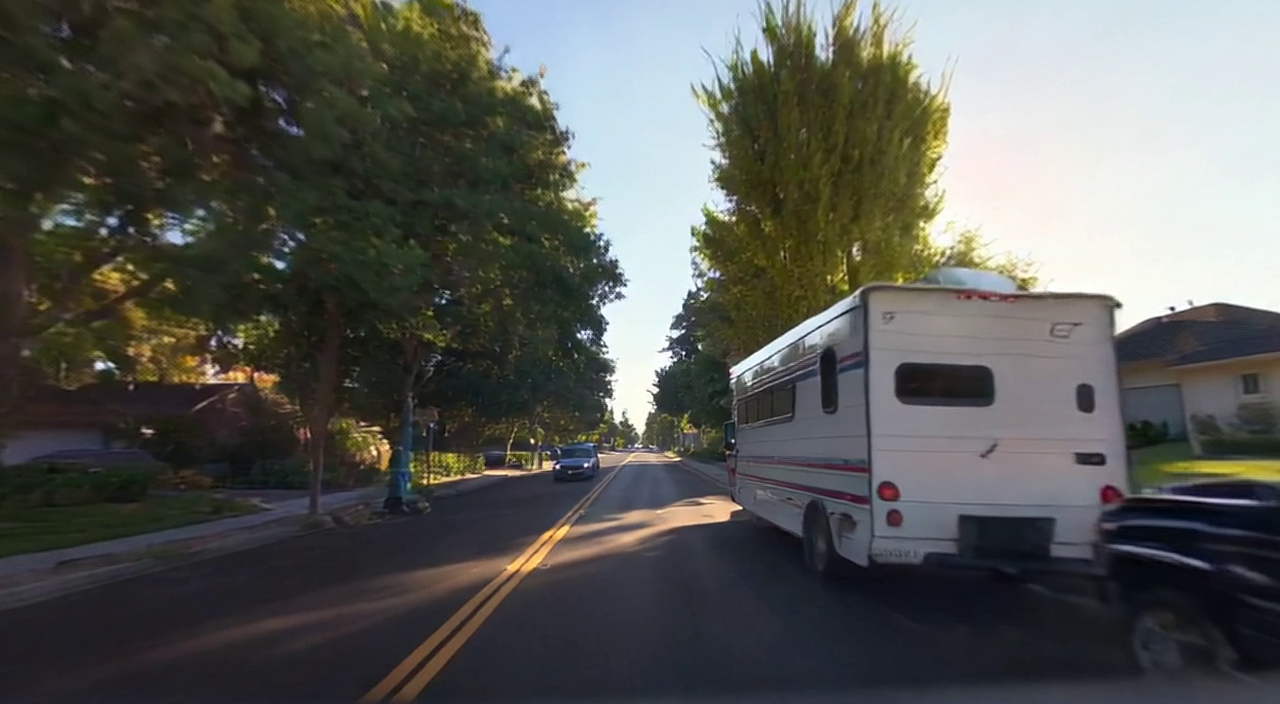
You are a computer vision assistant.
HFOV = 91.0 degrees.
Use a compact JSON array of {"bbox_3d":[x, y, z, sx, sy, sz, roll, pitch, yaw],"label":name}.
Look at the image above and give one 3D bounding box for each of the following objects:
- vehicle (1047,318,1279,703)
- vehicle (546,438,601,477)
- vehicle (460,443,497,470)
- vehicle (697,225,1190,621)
[{"bbox_3d":[3.315,0.606,1.133,1.980,1.782,4.627,0,-8,-1],"label":"vehicle"},{"bbox_3d":[-3.241,5.245,31.572,2.194,1.763,4.288,0,-8,1],"label":"vehicle"},{"bbox_3d":[-11.932,7.721,46.734,2.111,1.856,4.803,0,-9,-8],"label":"vehicle"},{"bbox_3d":[3.087,1.315,11.023,3.052,3.440,11.052,-1,-8,0],"label":"vehicle"}]
